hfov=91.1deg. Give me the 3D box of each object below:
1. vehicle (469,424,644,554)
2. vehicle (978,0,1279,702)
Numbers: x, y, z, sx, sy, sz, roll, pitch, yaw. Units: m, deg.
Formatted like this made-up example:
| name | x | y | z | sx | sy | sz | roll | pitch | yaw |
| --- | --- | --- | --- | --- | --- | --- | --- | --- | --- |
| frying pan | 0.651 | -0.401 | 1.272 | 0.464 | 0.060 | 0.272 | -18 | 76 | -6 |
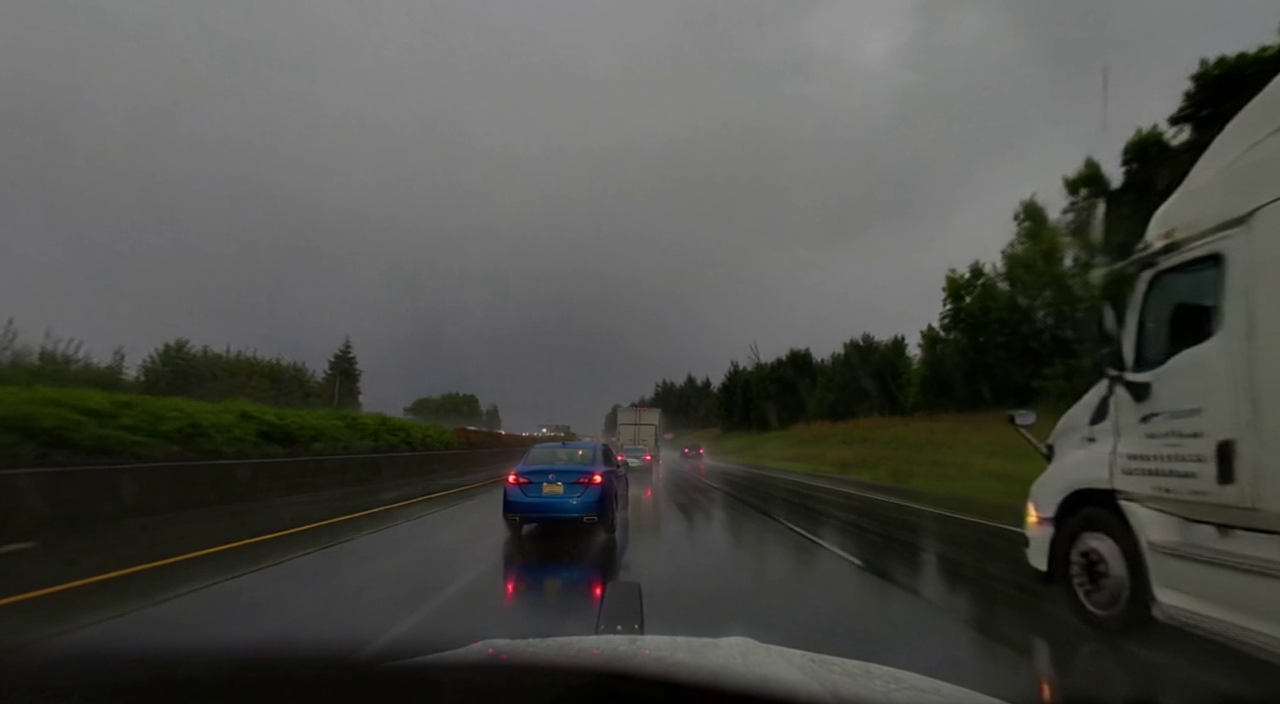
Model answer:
| name | x | y | z | sx | sy | sz | roll | pitch | yaw |
| --- | --- | --- | --- | --- | --- | --- | --- | --- | --- |
| vehicle | -1.025 | 1.984 | 9.703 | 2.038 | 1.582 | 3.729 | -1 | -9 | 2 |
| vehicle | 4.895 | -0.295 | 3.091 | 2.982 | 4.187 | 6.008 | 0 | -9 | 1 |
